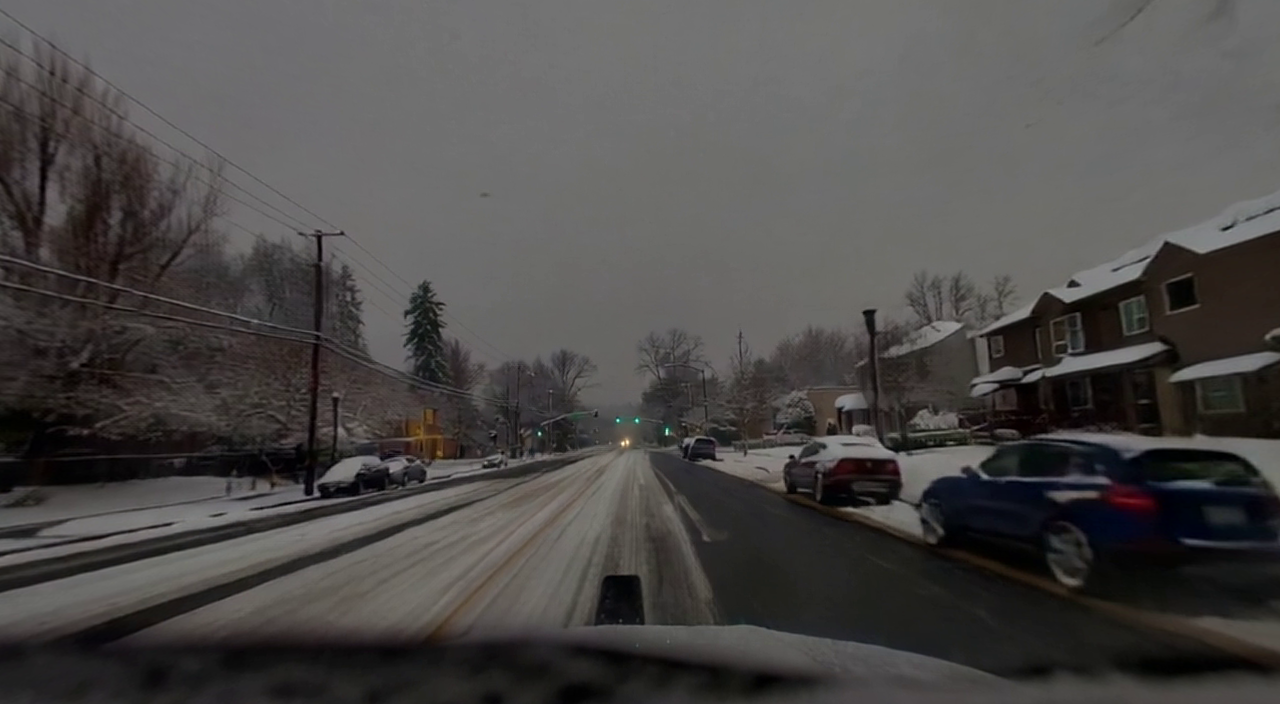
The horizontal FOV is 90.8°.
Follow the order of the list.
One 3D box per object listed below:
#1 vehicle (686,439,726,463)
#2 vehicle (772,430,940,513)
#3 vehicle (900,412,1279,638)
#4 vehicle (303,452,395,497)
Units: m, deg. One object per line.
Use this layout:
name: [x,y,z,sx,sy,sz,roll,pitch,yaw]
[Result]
vehicle: [4.230,6.465,41.371,2.010,1.461,4.247,0,-8,-2]
vehicle: [4.464,2.537,13.964,1.887,1.480,4.731,0,-8,-2]
vehicle: [4.547,1.478,6.440,1.924,1.516,4.163,0,-8,-1]
vehicle: [-11.665,4.891,25.643,1.845,1.626,4.105,0,-8,-2]
